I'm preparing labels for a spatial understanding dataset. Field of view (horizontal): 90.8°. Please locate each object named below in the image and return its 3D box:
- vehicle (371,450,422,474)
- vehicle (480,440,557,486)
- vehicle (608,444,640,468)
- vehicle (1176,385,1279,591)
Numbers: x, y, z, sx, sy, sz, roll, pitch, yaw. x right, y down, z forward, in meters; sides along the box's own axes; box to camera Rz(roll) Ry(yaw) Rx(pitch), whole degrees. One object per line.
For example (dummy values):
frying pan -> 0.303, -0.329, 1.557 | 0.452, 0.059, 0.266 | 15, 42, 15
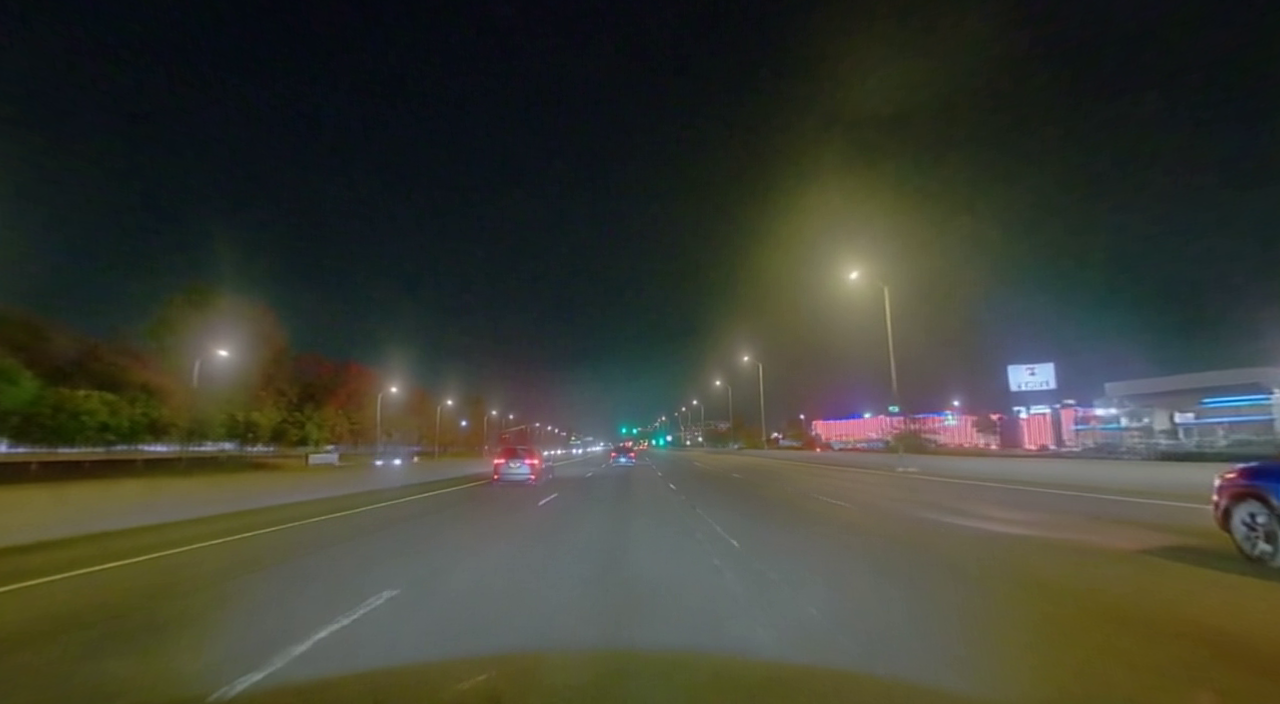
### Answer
vehicle -> -17.952, 8.098, 46.865 | 2.089, 1.621, 4.267 | 0, -8, 0
vehicle -> -4.227, 3.948, 22.791 | 1.886, 1.465, 4.625 | 0, -8, 0
vehicle -> -1.021, 6.723, 41.118 | 1.997, 1.485, 4.094 | 0, -8, -1
vehicle -> 6.698, 0.996, 4.204 | 2.028, 1.801, 4.741 | 0, -8, 0
